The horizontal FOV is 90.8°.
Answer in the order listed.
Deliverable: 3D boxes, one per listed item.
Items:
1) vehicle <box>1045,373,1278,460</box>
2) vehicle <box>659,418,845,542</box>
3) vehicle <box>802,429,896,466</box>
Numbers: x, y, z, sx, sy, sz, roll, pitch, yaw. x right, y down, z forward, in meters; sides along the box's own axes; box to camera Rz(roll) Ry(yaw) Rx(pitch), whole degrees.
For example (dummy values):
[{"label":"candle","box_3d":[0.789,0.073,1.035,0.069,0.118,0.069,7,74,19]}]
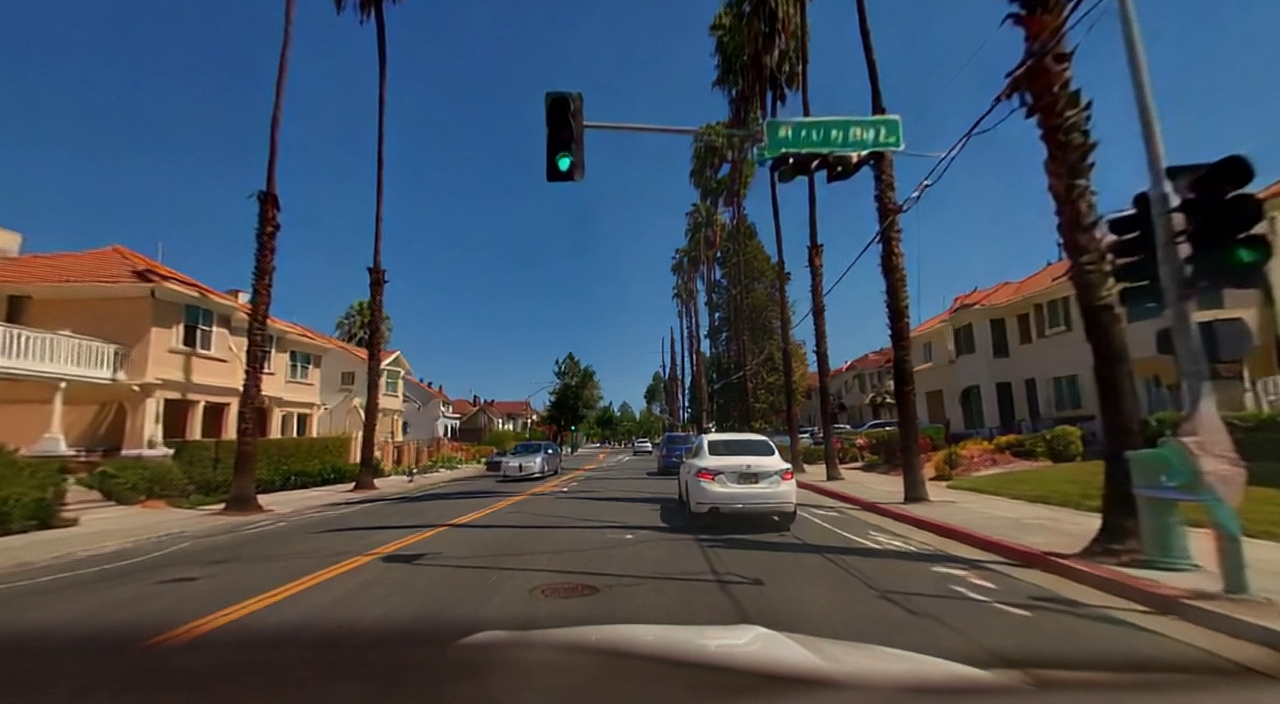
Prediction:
[{"label":"vehicle","box_3d":[17.619,2.216,21.609,5.880,2.540,2.003,-3,-7,2]},{"label":"vehicle","box_3d":[1.489,1.964,10.337,2.096,1.552,4.519,0,-9,-2]},{"label":"vehicle","box_3d":[9.583,4.367,28.920,4.255,1.566,1.923,6,-10,-36]}]
